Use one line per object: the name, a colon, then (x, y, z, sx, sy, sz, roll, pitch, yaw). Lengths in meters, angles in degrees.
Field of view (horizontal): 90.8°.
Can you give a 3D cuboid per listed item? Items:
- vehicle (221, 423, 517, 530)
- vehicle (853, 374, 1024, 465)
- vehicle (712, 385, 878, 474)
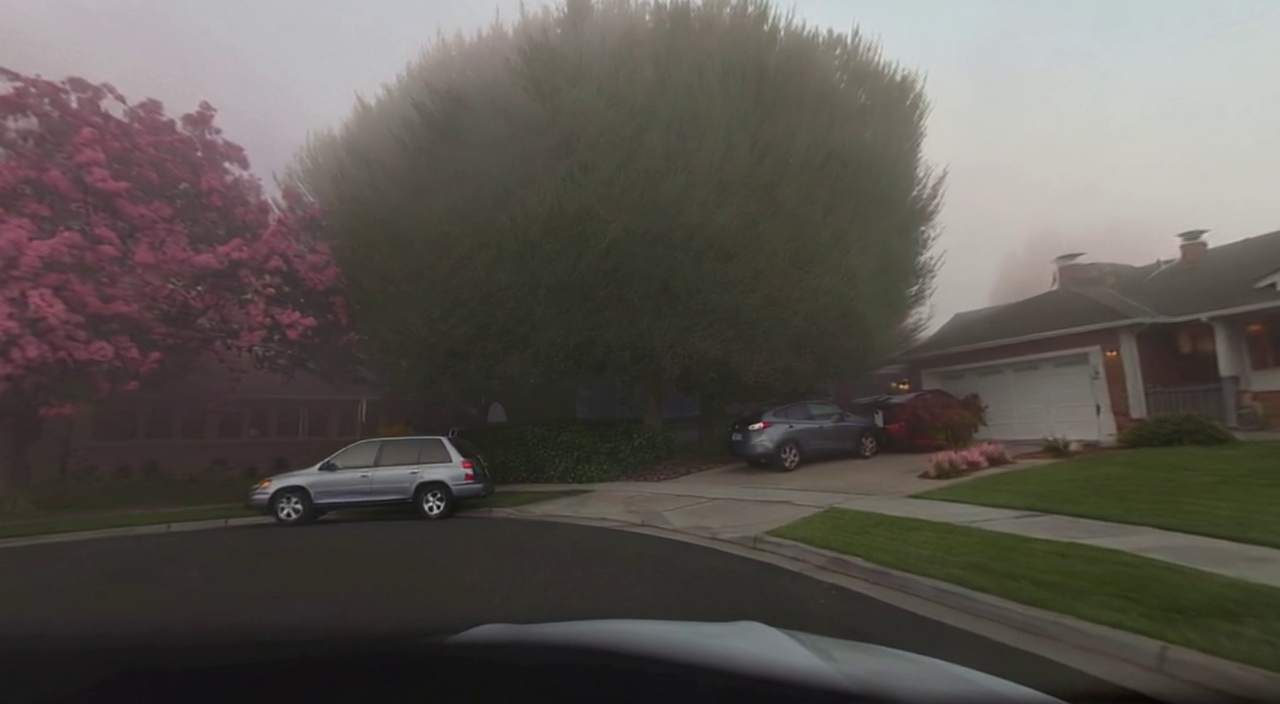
vehicle: (-5.108, 2.372, 12.382, 4.815, 1.827, 2.147, -1, -9, 8)
vehicle: (7.414, 1.577, 15.479, 4.495, 1.773, 2.152, 0, -6, -44)
vehicle: (4.067, 1.914, 16.126, 2.310, 1.701, 4.280, -10, -6, 39)
